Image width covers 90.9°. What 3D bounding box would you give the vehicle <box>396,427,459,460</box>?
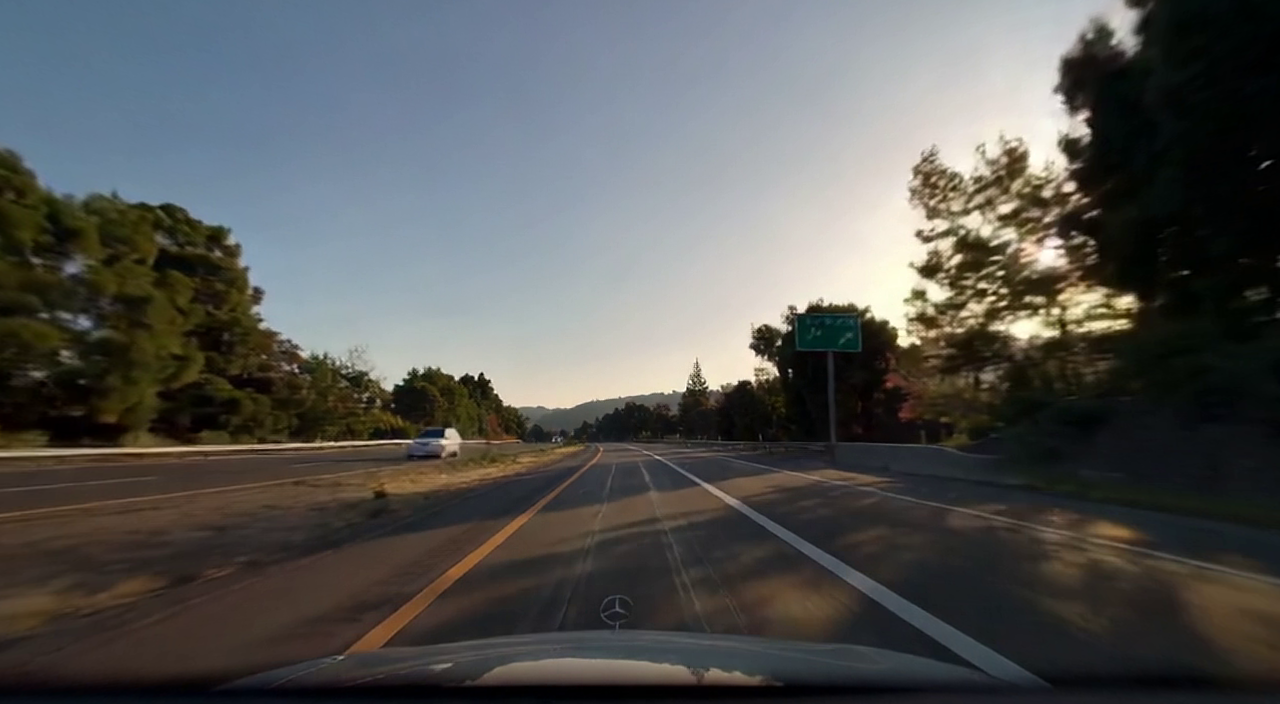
[{"bbox_3d":[-9.965,4.323,29.835,1.771,1.461,3.643,0,-8,-1],"label":"vehicle"}]
